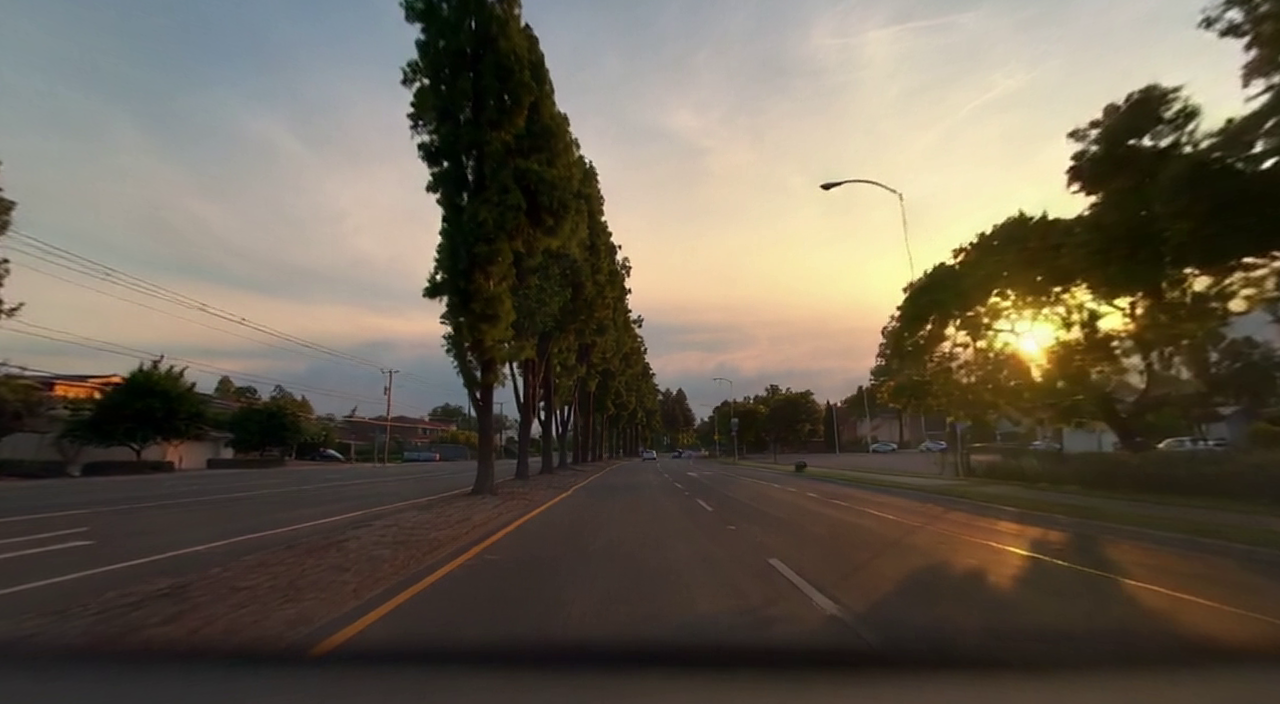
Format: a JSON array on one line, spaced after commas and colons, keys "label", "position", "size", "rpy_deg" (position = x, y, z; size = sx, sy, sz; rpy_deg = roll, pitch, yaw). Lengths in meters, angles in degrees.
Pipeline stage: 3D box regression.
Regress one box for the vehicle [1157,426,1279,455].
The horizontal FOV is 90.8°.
[{"label": "vehicle", "position": [44.624, 6.850, 48.578], "size": [2.249, 2.055, 7.098], "rpy_deg": [3, -9, -24]}]
